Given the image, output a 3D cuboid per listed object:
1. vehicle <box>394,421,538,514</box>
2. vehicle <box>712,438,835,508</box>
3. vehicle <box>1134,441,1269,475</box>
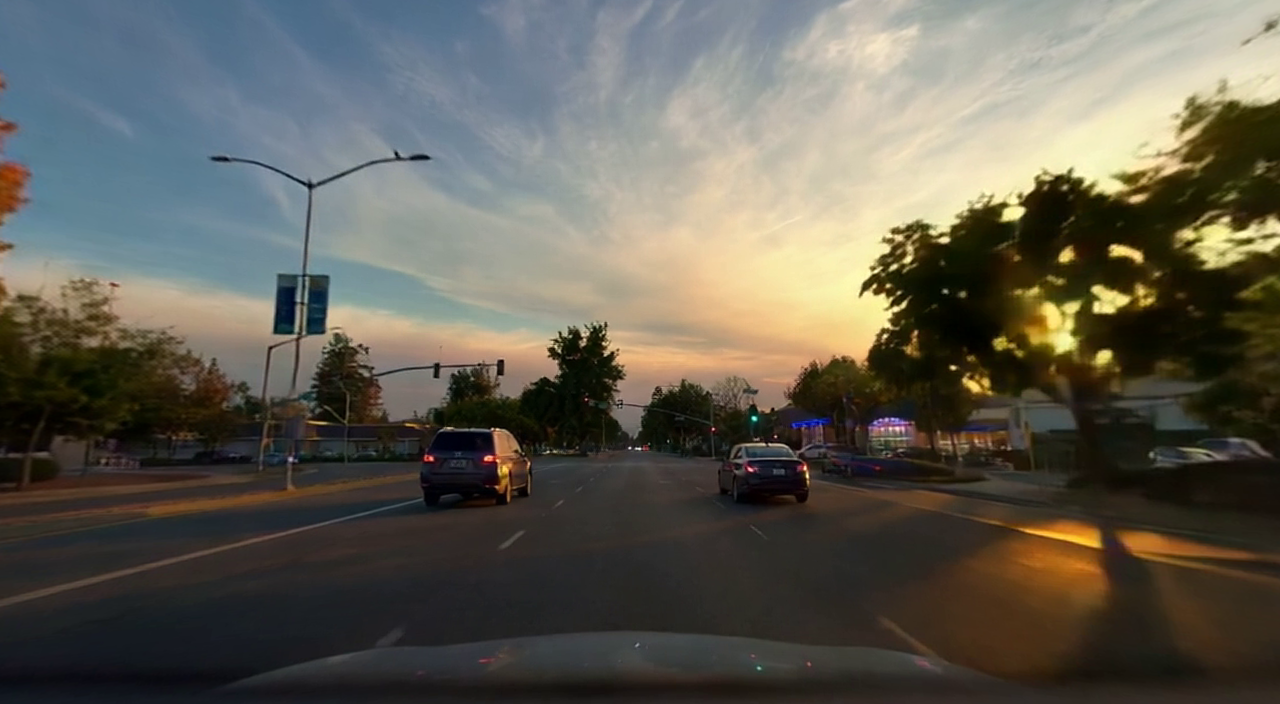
[{"bbox_3d":[-3.764,2.597,14.639,1.997,1.806,4.500,0,-9,1],"label":"vehicle"},{"bbox_3d":[3.190,3.011,16.226,1.975,1.502,4.787,0,-9,-2],"label":"vehicle"},{"bbox_3d":[29.047,5.496,32.832,4.810,1.627,1.991,-2,-9,6],"label":"vehicle"}]
